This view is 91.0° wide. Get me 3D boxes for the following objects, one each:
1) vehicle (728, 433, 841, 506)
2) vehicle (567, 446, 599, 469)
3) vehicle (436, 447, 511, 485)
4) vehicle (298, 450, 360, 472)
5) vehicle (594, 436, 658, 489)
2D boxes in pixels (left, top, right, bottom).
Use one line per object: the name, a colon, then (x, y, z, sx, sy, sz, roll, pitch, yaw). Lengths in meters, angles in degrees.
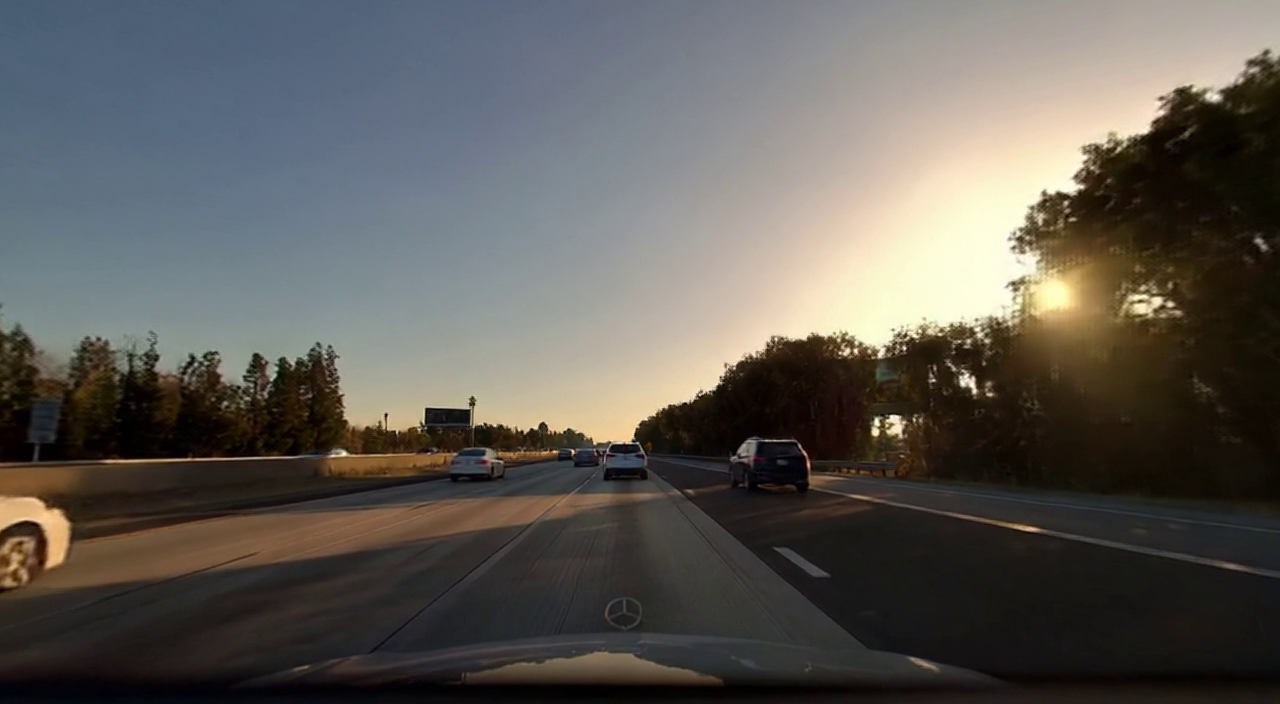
vehicle: (3.773, 3.141, 17.320, 1.925, 1.716, 4.378, 0, -9, -2)
vehicle: (-4.032, 7.541, 45.144, 1.889, 1.522, 4.465, 0, -9, -1)
vehicle: (-7.049, 4.876, 27.236, 1.892, 1.468, 4.792, 0, -9, 0)
vehicle: (-22.858, 8.011, 46.508, 2.136, 1.504, 4.633, 0, -9, 0)
vehicle: (-0.478, 4.069, 23.607, 2.127, 1.749, 4.776, 0, -9, 0)
